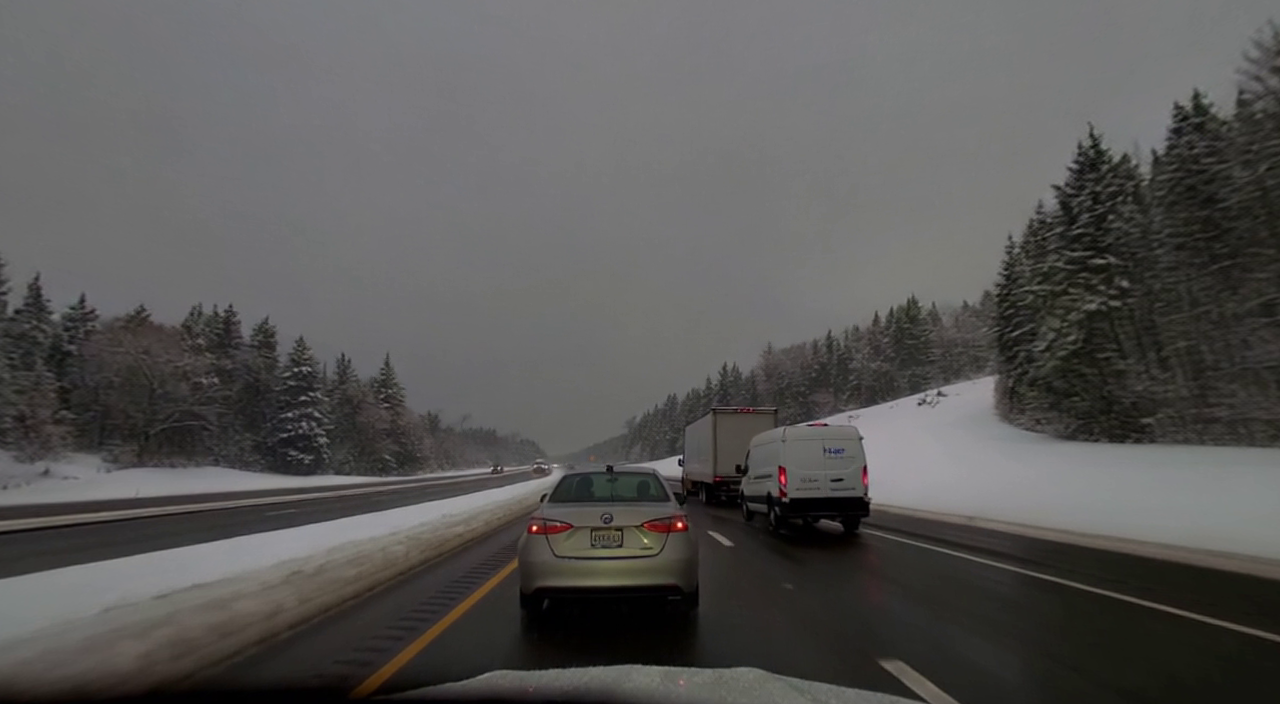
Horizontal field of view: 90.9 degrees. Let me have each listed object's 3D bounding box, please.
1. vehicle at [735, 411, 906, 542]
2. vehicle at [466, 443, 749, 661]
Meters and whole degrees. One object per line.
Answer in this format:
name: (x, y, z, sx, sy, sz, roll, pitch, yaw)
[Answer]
vehicle: (3.987, 2.955, 15.196, 2.328, 2.537, 5.290, 1, -11, -2)
vehicle: (-0.254, 1.733, 6.212, 1.980, 1.493, 3.410, 1, -11, -1)
